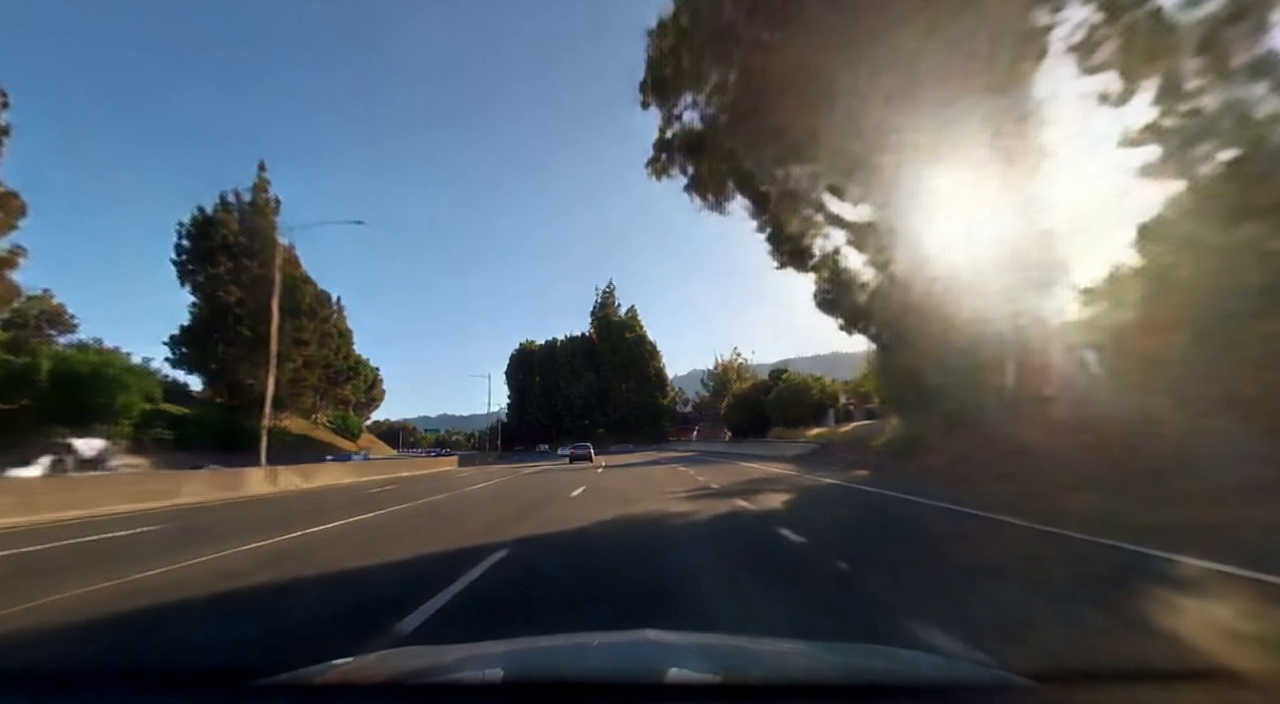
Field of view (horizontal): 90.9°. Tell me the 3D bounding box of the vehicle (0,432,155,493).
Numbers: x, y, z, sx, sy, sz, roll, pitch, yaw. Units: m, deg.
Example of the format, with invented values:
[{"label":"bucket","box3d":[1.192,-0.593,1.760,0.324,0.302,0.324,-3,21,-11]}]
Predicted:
[{"label":"vehicle","box3d":[-33.092,6.257,36.507,2.948,3.055,9.494,0,-8,-4]}]
